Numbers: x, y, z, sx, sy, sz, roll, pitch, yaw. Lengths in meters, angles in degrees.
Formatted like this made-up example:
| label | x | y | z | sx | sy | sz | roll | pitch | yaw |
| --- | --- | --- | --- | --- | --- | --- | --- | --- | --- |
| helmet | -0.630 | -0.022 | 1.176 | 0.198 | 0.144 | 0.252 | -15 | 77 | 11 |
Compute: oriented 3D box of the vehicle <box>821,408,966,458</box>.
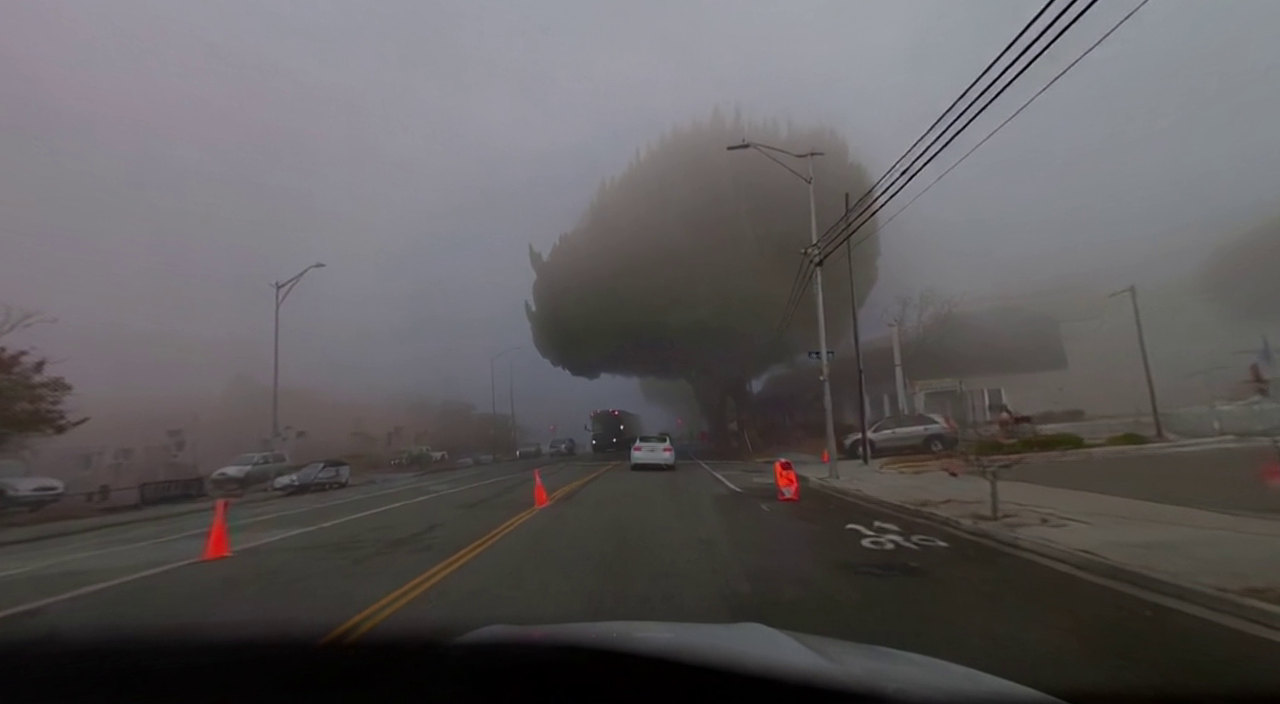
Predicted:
| label | x | y | z | sx | sy | sz | roll | pitch | yaw |
| --- | --- | --- | --- | --- | --- | --- | --- | --- | --- |
| vehicle | 10.200 | 3.288 | 25.708 | 4.859 | 1.914 | 2.333 | 0 | -7 | -4 |

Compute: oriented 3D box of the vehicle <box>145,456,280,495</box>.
| label | x | y | z | sx | sy | sz | roll | pitch | yaw |
| --- | --- | --- | --- | --- | --- | --- | --- | --- | --- |
| vehicle | -19.678 | 5.680 | 29.245 | 4.696 | 1.513 | 2.243 | -1 | -7 | 3 |

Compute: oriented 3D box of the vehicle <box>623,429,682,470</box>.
| label | x | y | z | sx | sy | sz | roll | pitch | yaw |
| --- | --- | --- | --- | --- | --- | --- | --- | --- | --- |
| vehicle | 0.520 | 3.845 | 25.390 | 2.159 | 1.506 | 4.086 | 0 | -7 | 2 |

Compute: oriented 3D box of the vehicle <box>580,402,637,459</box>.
| label | x | y | z | sx | sy | sz | roll | pitch | yaw |
| --- | --- | --- | --- | --- | --- | --- | --- | --- | --- |
| vehicle | -1.828 | 5.312 | 42.931 | 2.977 | 3.271 | 12.748 | 0 | -7 | 1 |

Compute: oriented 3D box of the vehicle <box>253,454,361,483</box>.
| label | x | y | z | sx | sy | sz | roll | pitch | yaw |
| --- | --- | --- | --- | --- | --- | --- | --- | --- | --- |
| vehicle | -18.763 | 6.543 | 35.690 | 4.952 | 1.510 | 2.115 | -1 | -7 | 5 |
